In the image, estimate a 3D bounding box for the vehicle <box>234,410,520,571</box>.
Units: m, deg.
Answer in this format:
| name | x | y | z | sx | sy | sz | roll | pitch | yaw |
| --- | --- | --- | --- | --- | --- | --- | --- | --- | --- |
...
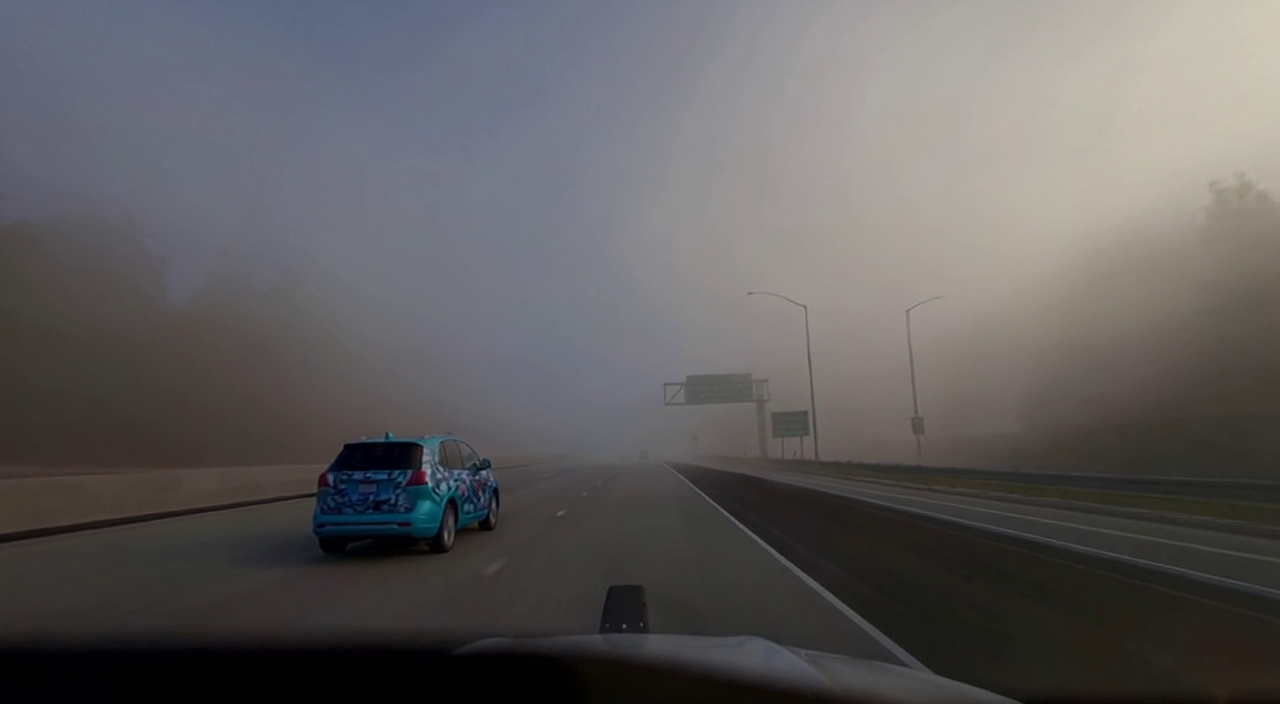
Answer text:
| name | x | y | z | sx | sy | sz | roll | pitch | yaw |
| --- | --- | --- | --- | --- | --- | --- | --- | --- | --- |
| vehicle | -3.433 | 1.918 | 9.554 | 2.183 | 1.803 | 4.685 | 0 | -8 | 2 |
